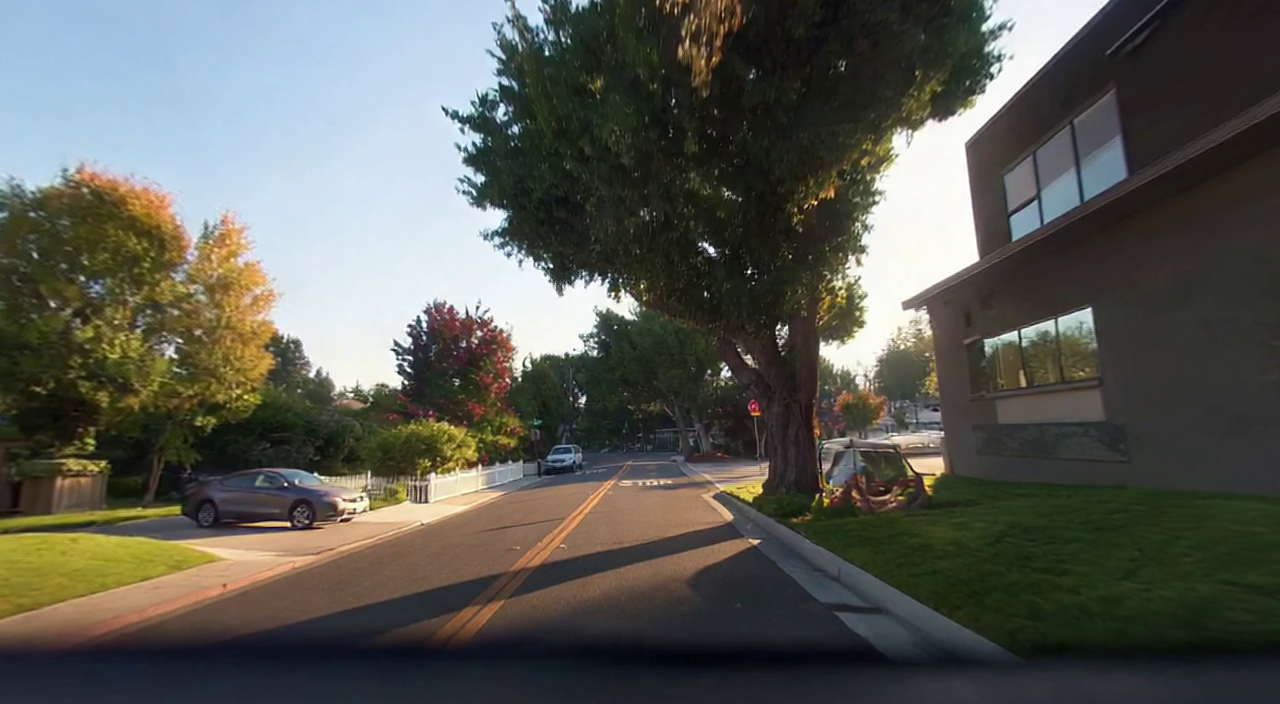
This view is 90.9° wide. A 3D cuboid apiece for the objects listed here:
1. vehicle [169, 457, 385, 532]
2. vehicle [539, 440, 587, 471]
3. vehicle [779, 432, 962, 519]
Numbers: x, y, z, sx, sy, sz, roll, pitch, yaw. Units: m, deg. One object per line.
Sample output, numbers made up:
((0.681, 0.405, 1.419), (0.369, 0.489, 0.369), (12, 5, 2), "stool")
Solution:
((-8.638, 3.409, 15.327), (4.063, 1.483, 1.939), (-2, -8, -1), "vehicle")
((-5.378, 7.299, 44.965), (2.308, 1.899, 6.107), (-2, -7, 4), "vehicle")
((4.616, 2.547, 13.656), (2.109, 1.500, 5.070), (0, -8, 1), "vehicle")
